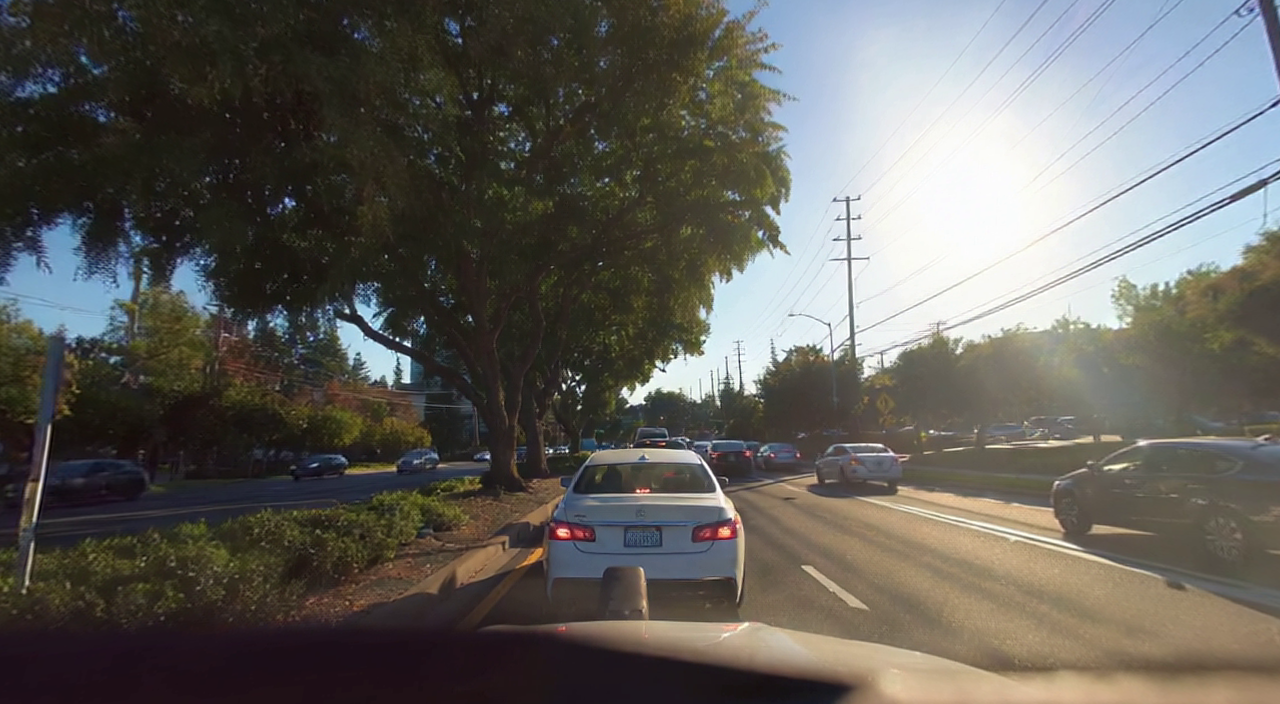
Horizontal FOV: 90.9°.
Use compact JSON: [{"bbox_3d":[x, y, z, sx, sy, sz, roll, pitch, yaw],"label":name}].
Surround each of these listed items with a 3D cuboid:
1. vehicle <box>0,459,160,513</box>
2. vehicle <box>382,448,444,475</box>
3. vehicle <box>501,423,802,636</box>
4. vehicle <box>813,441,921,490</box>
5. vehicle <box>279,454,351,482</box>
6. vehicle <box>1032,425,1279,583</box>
[{"bbox_3d":[-18.970,4.401,21.171,1.884,1.466,4.821,0,-8,0],"label":"vehicle"},{"bbox_3d":[-15.007,7.240,42.014,2.291,1.682,4.835,0,-8,0],"label":"vehicle"},{"bbox_3d":[0.069,1.542,6.475,2.108,1.479,3.935,0,-8,0],"label":"vehicle"},{"bbox_3d":[7.371,3.704,21.029,1.899,1.458,4.499,0,-8,0],"label":"vehicle"},{"bbox_3d":[-19.164,6.851,37.424,1.853,1.489,4.449,0,-8,0],"label":"vehicle"},{"bbox_3d":[6.997,1.662,7.482,1.850,1.480,4.474,0,-8,1],"label":"vehicle"}]
